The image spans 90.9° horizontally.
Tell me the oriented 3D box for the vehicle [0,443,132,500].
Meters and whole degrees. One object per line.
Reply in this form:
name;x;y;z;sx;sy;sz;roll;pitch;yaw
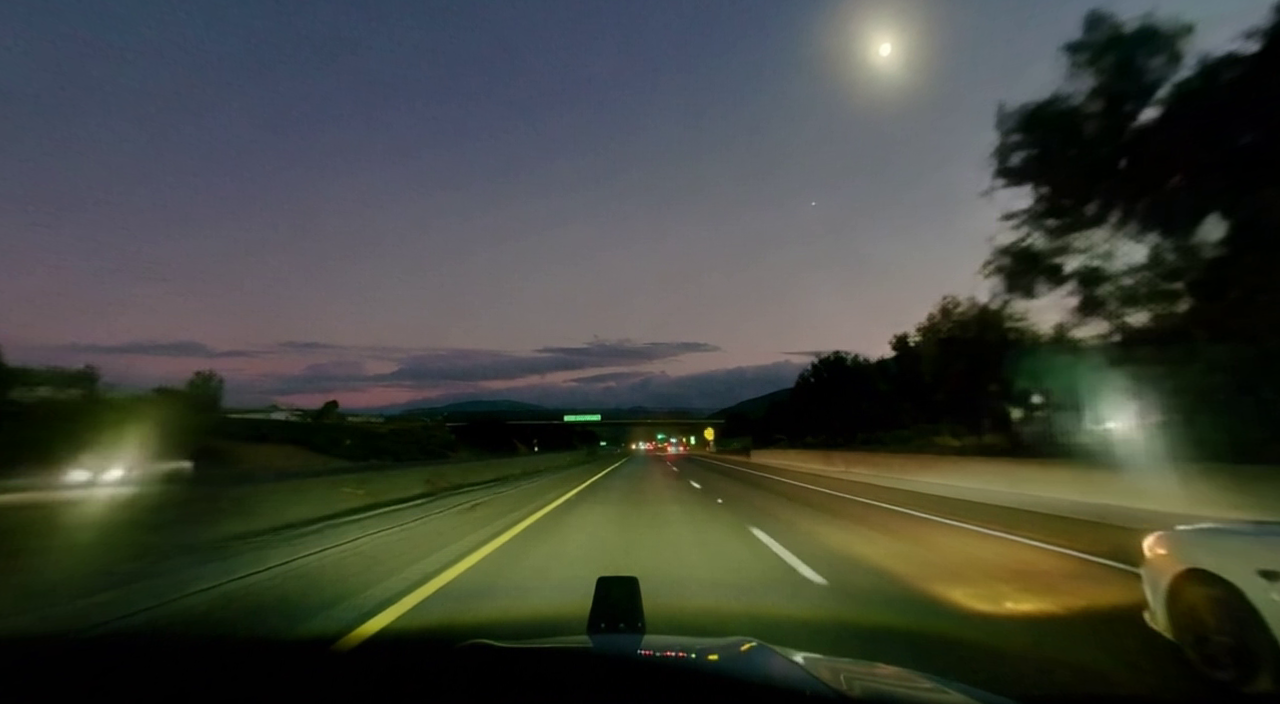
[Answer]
vehicle;-21.502;4.265;23.064;1.932;1.831;4.705;0;-8;-1

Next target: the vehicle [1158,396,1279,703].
vehicle;3.853;0.678;0.996;2.027;1.487;4.718;0;-8;0

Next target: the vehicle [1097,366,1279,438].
vehicle;41.790;3.629;43.820;3.080;4.623;16.271;4;-9;-26
